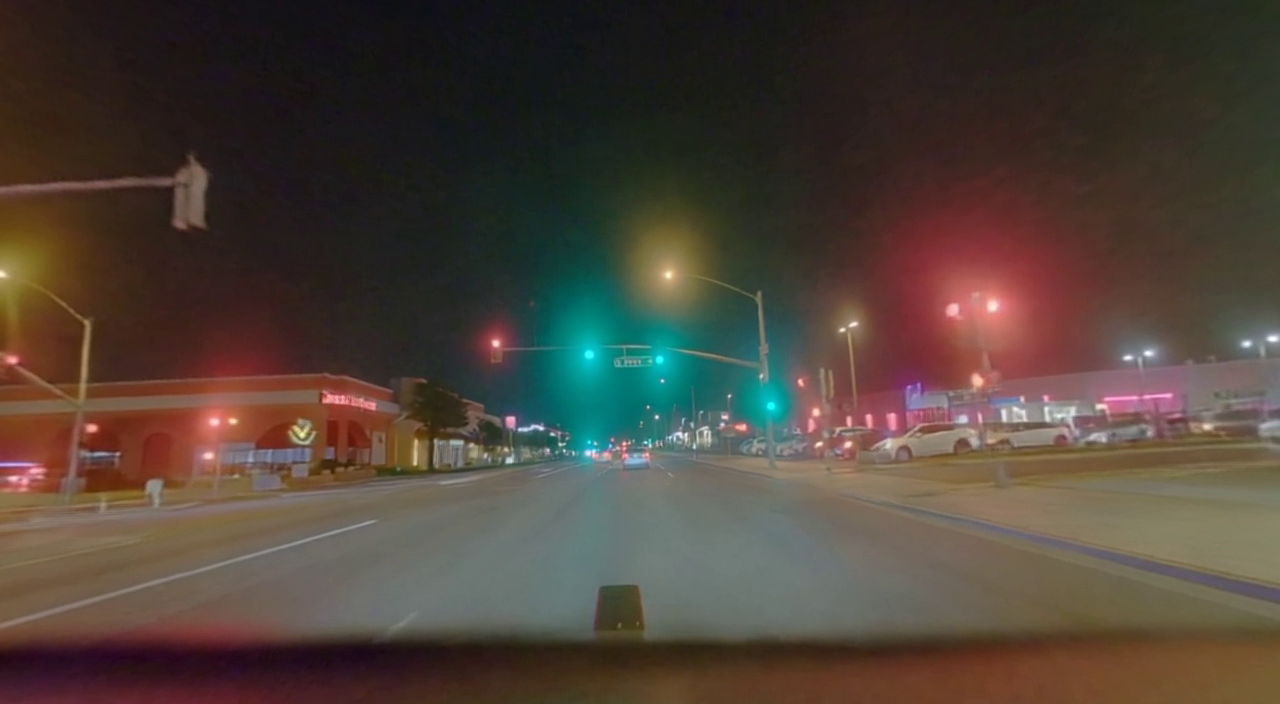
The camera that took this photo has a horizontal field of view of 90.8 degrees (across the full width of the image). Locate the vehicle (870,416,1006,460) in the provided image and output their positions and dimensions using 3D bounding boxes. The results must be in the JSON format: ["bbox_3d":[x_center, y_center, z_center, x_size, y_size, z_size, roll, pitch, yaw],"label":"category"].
[{"bbox_3d":[12.926,3.777,27.653,4.852,1.805,2.155,0,-9,-2],"label":"vehicle"}]

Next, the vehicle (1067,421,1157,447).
[{"bbox_3d":[30.716,5.392,41.179,4.257,1.626,2.034,0,-9,-3],"label":"vehicle"}]

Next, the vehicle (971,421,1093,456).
[{"bbox_3d":[18.728,4.156,30.350,4.586,1.623,1.861,0,-8,-1],"label":"vehicle"}]

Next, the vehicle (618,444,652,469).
[{"bbox_3d":[-0.345,6.512,39.381,1.977,1.451,4.032,0,-9,-1],"label":"vehicle"}]

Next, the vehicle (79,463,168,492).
[{"bbox_3d":[-39.933,9.676,49.043,2.004,1.945,5.069,-2,-9,11],"label":"vehicle"}]
